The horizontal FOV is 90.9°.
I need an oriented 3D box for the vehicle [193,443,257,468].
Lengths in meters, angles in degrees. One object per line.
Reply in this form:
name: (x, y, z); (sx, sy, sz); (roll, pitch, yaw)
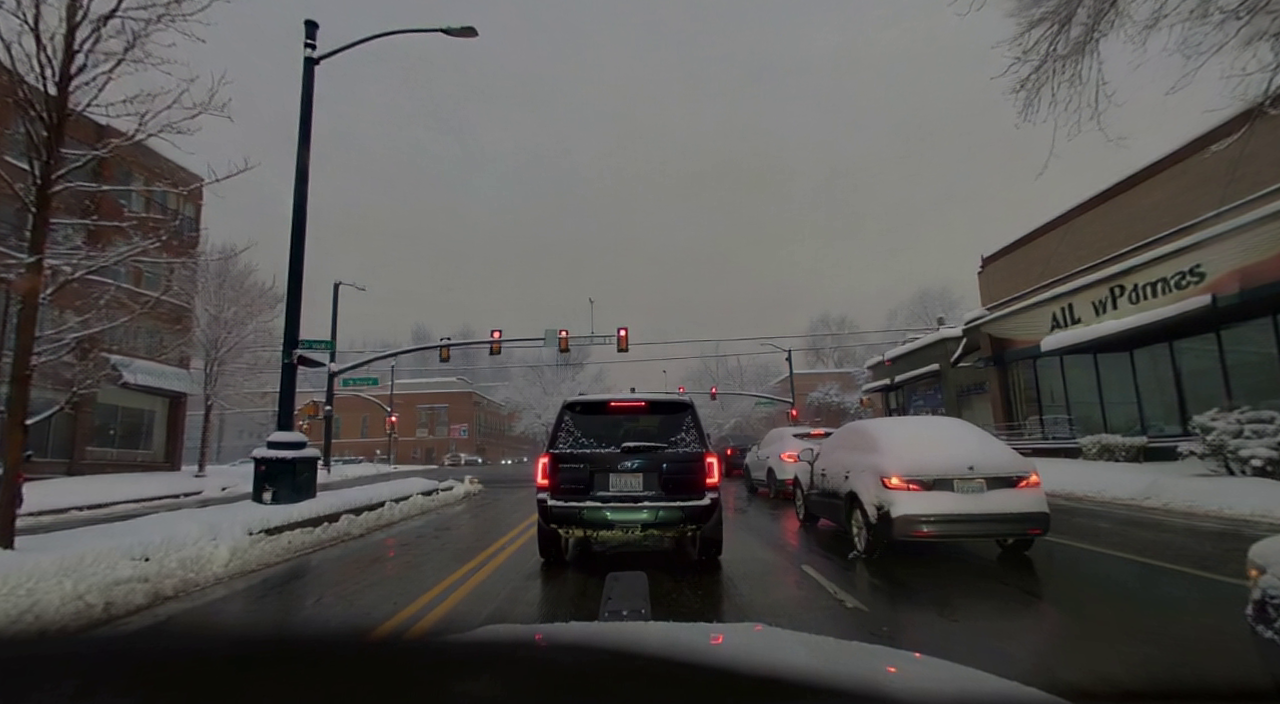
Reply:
vehicle: (-27.449, 6.869, 41.855); (1.693, 1.563, 3.716); (0, -8, 0)

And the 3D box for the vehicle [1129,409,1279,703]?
vehicle: (3.370, 0.731, 0.811); (1.884, 1.484, 4.609); (0, -8, 2)

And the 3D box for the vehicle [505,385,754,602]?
vehicle: (-0.005, 1.535, 7.683); (2.154, 1.861, 4.280); (0, -8, 3)

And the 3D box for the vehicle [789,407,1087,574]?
vehicle: (3.618, 1.763, 8.797); (2.036, 1.719, 4.318); (0, -8, 0)

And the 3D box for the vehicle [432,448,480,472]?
vehicle: (-14.241, 8.343, 49.144); (2.102, 1.737, 4.570); (-1, -8, 4)
